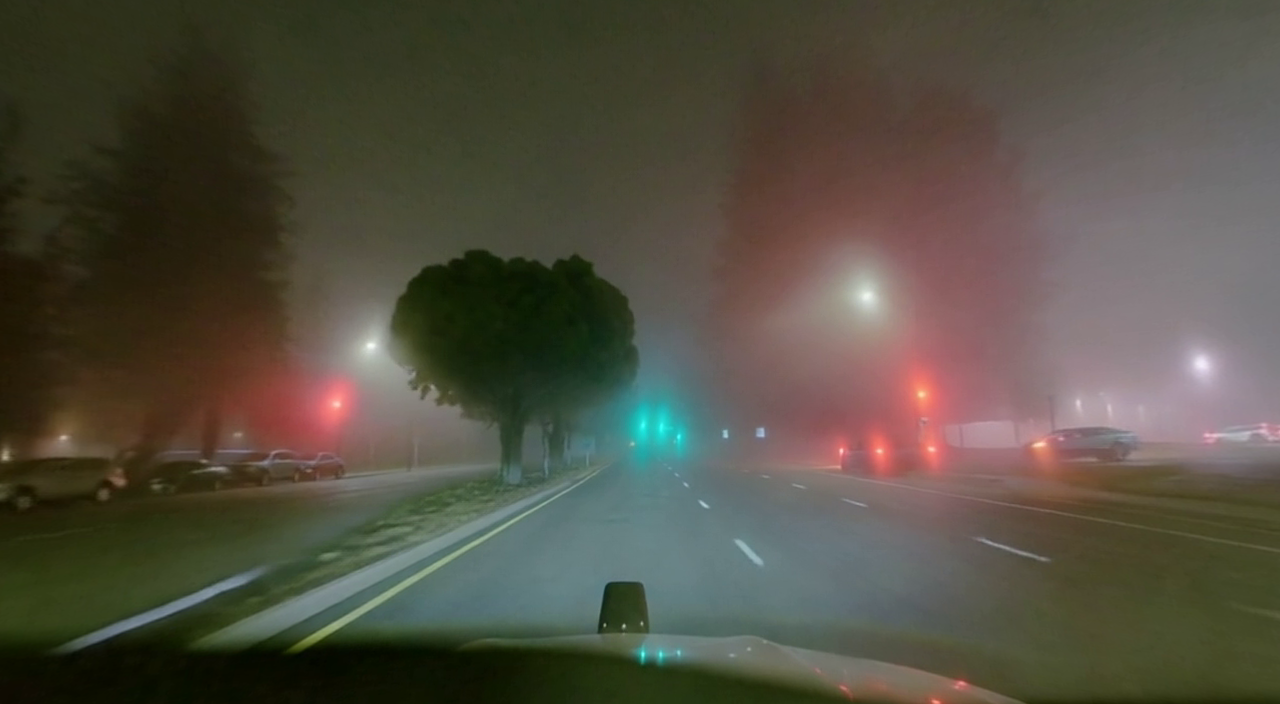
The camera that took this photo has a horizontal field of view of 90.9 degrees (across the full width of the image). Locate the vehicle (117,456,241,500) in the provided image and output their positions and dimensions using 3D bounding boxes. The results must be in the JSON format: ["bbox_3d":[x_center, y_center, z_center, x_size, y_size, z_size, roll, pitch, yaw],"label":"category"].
[{"bbox_3d":[-18.197,4.958,25.166,1.736,1.489,4.347,0,-8,-2],"label":"vehicle"}]

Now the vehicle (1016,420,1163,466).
[{"bbox_3d":[22.195,4.503,31.286,5.532,2.065,2.166,-1,-8,0],"label":"vehicle"}]

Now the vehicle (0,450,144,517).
[{"bbox_3d":[-18.196,3.914,19.300,2.115,1.716,4.900,0,-8,-2],"label":"vehicle"}]

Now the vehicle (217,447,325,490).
[{"bbox_3d":[-17.817,5.581,30.799,1.941,1.848,5.279,-1,-8,2],"label":"vehicle"}]
